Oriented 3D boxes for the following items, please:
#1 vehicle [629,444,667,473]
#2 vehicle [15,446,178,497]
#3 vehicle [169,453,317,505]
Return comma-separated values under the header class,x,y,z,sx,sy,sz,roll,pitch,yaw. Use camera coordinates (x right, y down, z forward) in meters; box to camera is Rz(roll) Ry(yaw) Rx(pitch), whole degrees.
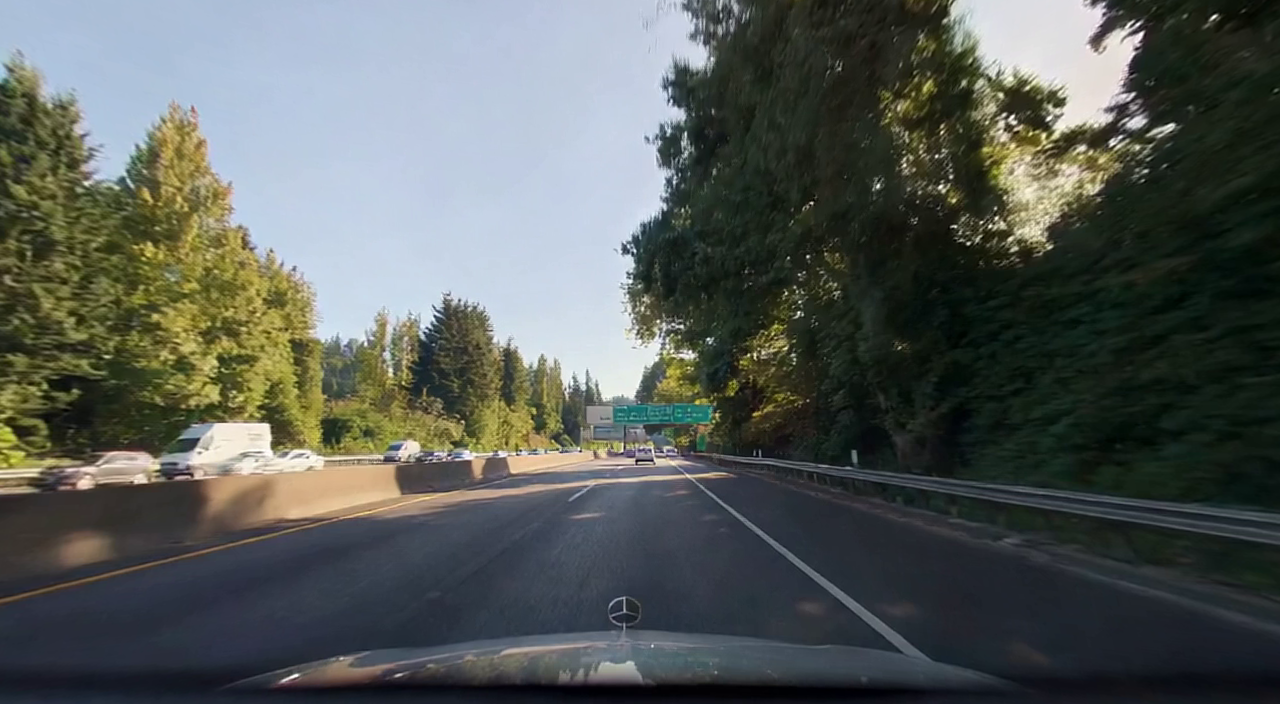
class,x,y,z,sx,sy,sz,roll,pitch,yaw
vehicle,0.391,5.755,34.095,1.960,1.456,3.818,0,-9,0
vehicle,-20.658,4.524,24.321,2.085,1.735,4.687,0,-9,0
vehicle,-12.789,4.082,20.705,1.950,1.477,4.403,0,-9,1
